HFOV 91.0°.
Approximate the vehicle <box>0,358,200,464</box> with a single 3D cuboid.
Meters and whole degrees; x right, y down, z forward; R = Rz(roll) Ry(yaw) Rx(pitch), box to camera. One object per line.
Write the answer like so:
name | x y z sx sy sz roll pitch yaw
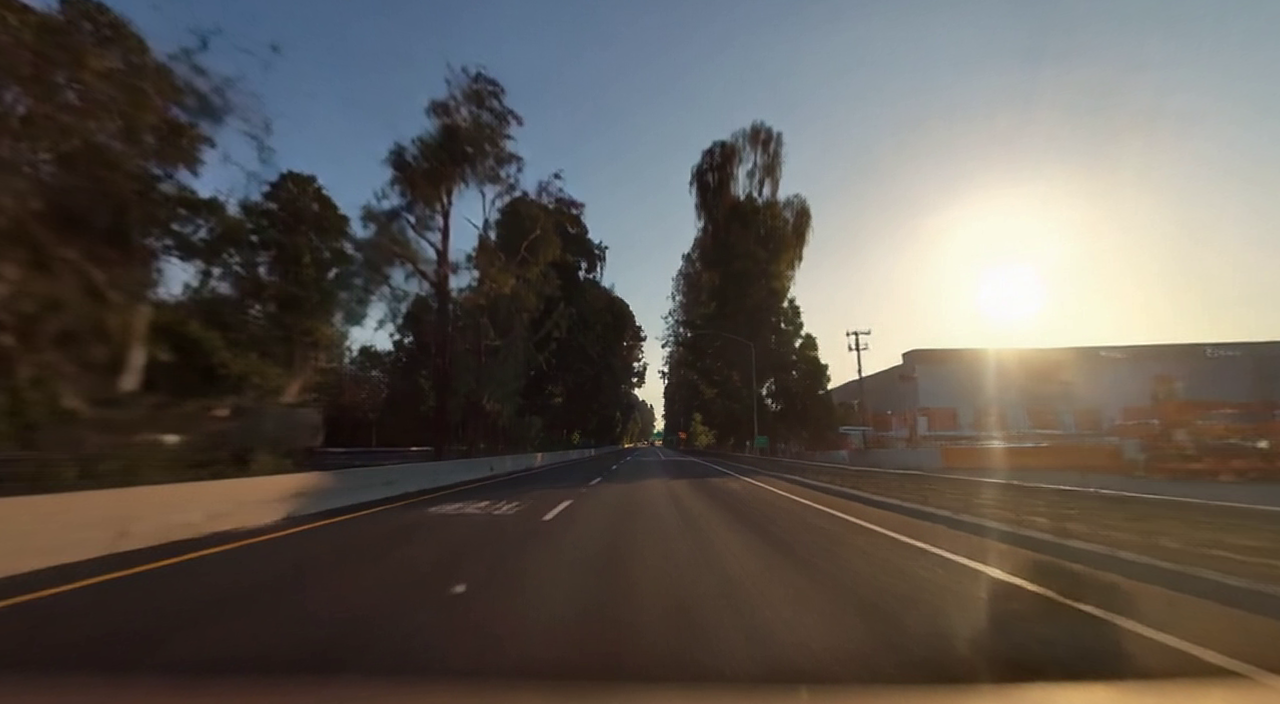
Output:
vehicle | -24.668 2.438 24.865 2.859 3.828 16.484 0 -9 -1
